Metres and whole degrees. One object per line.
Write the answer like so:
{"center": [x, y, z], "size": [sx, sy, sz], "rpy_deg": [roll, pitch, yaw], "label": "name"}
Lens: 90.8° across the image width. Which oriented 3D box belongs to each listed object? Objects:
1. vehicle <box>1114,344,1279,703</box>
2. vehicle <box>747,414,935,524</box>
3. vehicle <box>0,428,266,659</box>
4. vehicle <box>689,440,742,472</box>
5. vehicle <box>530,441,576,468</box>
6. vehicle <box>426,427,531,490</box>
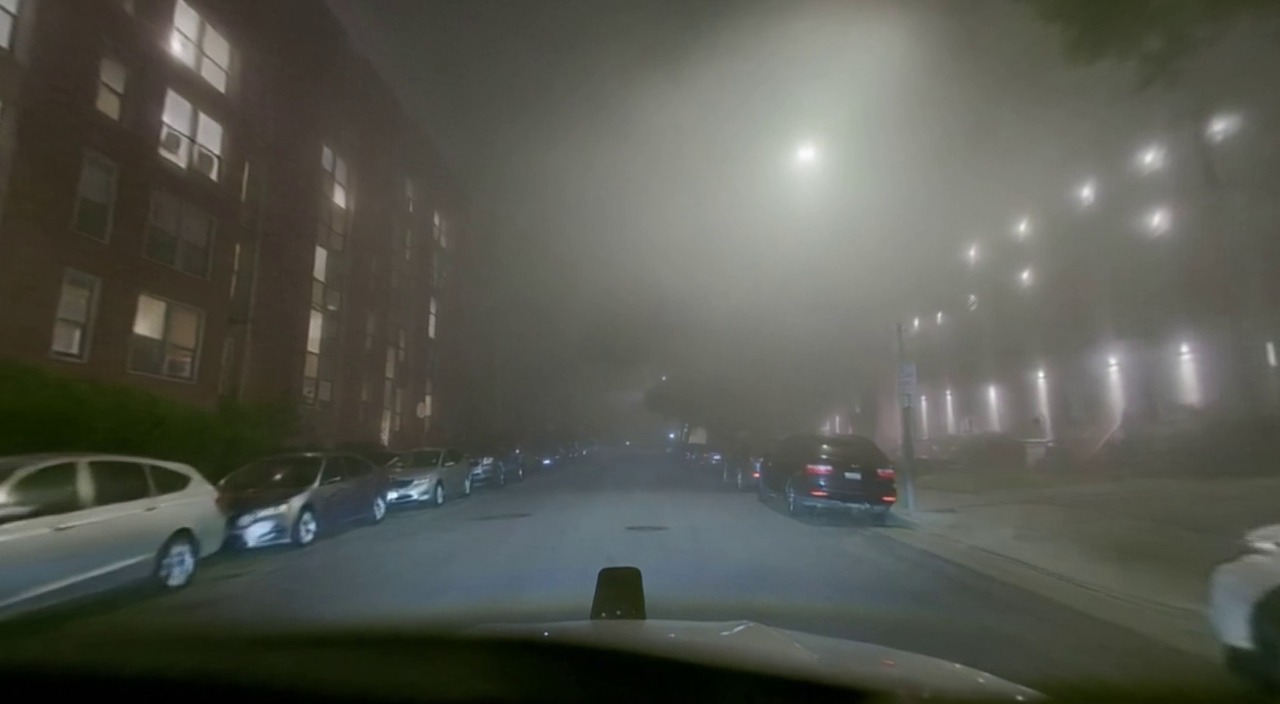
{"center": [3.736, 0.625, 1.099], "size": [2.043, 1.766, 4.846], "rpy_deg": [0, -8, 0], "label": "vehicle"}
{"center": [3.759, 2.299, 12.996], "size": [2.082, 1.809, 4.998], "rpy_deg": [0, -8, -2], "label": "vehicle"}
{"center": [-5.344, 1.441, 4.945], "size": [2.033, 1.532, 4.823], "rpy_deg": [-3, -8, -2], "label": "vehicle"}
{"center": [3.689, 5.165, 31.740], "size": [1.881, 1.460, 4.737], "rpy_deg": [0, -8, -3], "label": "vehicle"}
{"center": [-5.134, 6.129, 37.985], "size": [2.080, 1.458, 4.511], "rpy_deg": [0, -8, 0], "label": "vehicle"}
{"center": [-5.215, 3.519, 21.250], "size": [2.213, 1.825, 4.986], "rpy_deg": [0, -8, 0], "label": "vehicle"}
